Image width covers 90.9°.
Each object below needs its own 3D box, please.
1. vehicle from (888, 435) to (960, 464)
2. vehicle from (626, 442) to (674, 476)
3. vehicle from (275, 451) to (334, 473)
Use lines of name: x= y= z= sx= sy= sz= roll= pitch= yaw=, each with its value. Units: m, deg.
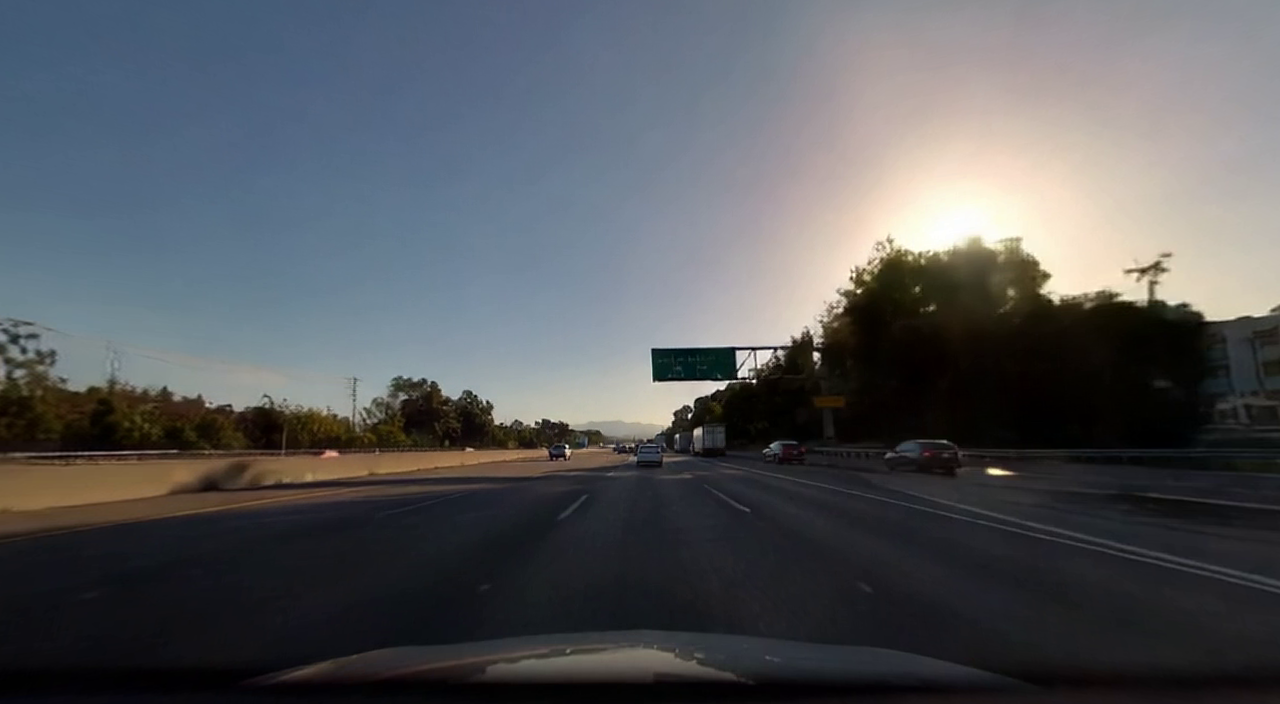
vehicle: x=20.602 y=7.082 z=46.061 sx=2.304 sy=1.951 sz=5.719 roll=0 pitch=-8 yaw=-4
vehicle: x=0.401 y=5.020 z=29.853 sx=2.112 sy=1.482 sz=4.082 roll=0 pitch=-8 yaw=-1
vehicle: x=-25.007 y=8.187 z=47.198 sx=1.828 sy=1.466 sz=4.519 roll=0 pitch=-8 yaw=1
